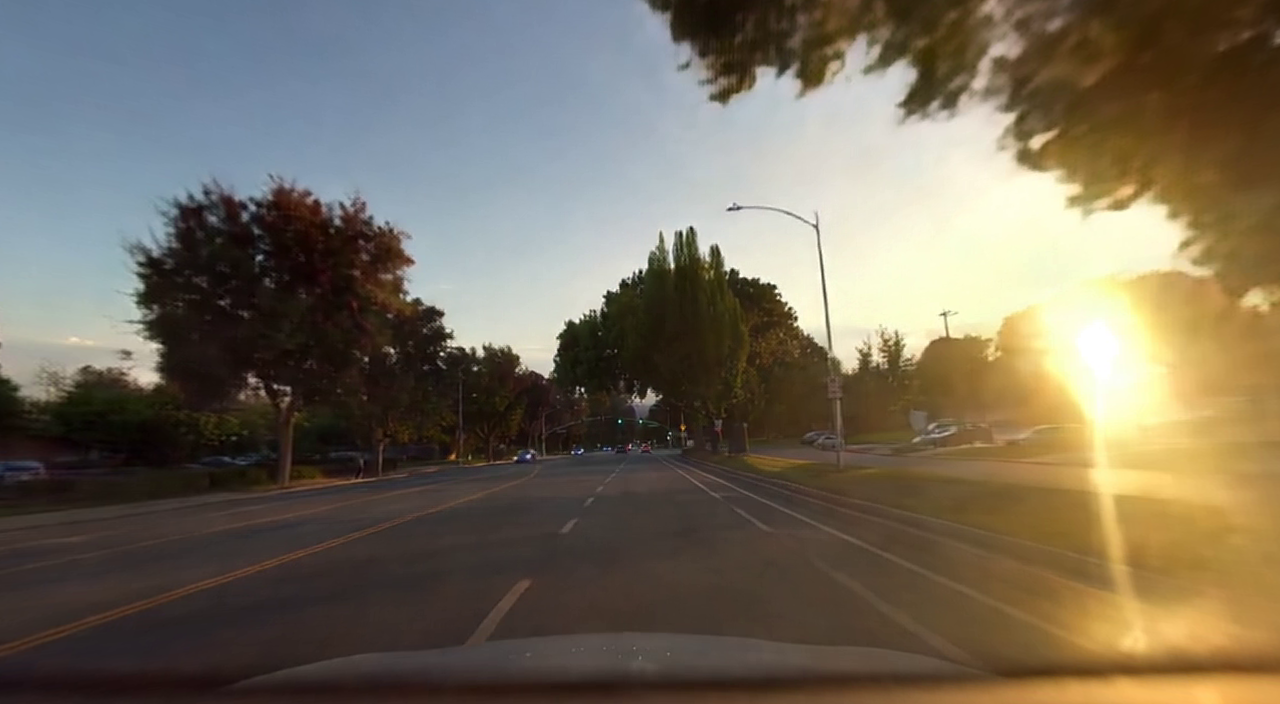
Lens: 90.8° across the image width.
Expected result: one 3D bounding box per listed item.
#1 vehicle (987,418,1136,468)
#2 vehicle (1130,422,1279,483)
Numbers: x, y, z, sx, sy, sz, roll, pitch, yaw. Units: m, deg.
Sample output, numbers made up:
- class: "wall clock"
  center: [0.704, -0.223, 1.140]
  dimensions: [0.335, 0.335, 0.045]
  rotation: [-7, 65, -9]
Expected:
- class: "vehicle"
  center: [15.618, 3.451, 23.849]
  dimensions: [2.106, 1.670, 5.008]
  rotation: [0, -8, 0]
- class: "vehicle"
  center: [16.000, 2.673, 16.928]
  dimensions: [1.849, 1.415, 4.801]
  rotation: [0, -8, 0]
